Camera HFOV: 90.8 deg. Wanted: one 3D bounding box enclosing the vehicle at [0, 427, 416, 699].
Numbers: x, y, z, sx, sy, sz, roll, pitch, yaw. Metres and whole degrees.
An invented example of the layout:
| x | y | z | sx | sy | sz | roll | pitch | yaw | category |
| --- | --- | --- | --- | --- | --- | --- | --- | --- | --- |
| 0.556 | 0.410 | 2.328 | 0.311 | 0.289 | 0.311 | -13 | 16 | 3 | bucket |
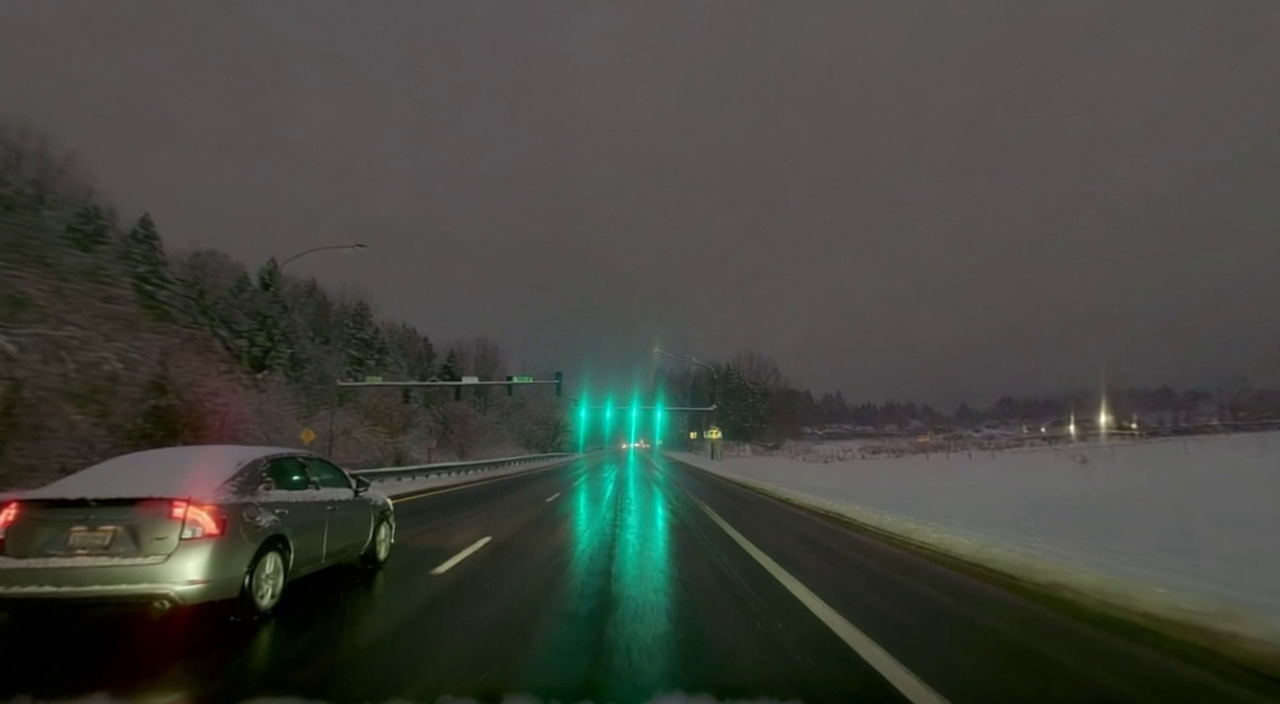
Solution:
| x | y | z | sx | sy | sz | roll | pitch | yaw | category |
| --- | --- | --- | --- | --- | --- | --- | --- | --- | --- |
| -3.697 | 1.439 | 5.515 | 1.946 | 1.437 | 4.154 | 0 | -8 | 0 | vehicle |
